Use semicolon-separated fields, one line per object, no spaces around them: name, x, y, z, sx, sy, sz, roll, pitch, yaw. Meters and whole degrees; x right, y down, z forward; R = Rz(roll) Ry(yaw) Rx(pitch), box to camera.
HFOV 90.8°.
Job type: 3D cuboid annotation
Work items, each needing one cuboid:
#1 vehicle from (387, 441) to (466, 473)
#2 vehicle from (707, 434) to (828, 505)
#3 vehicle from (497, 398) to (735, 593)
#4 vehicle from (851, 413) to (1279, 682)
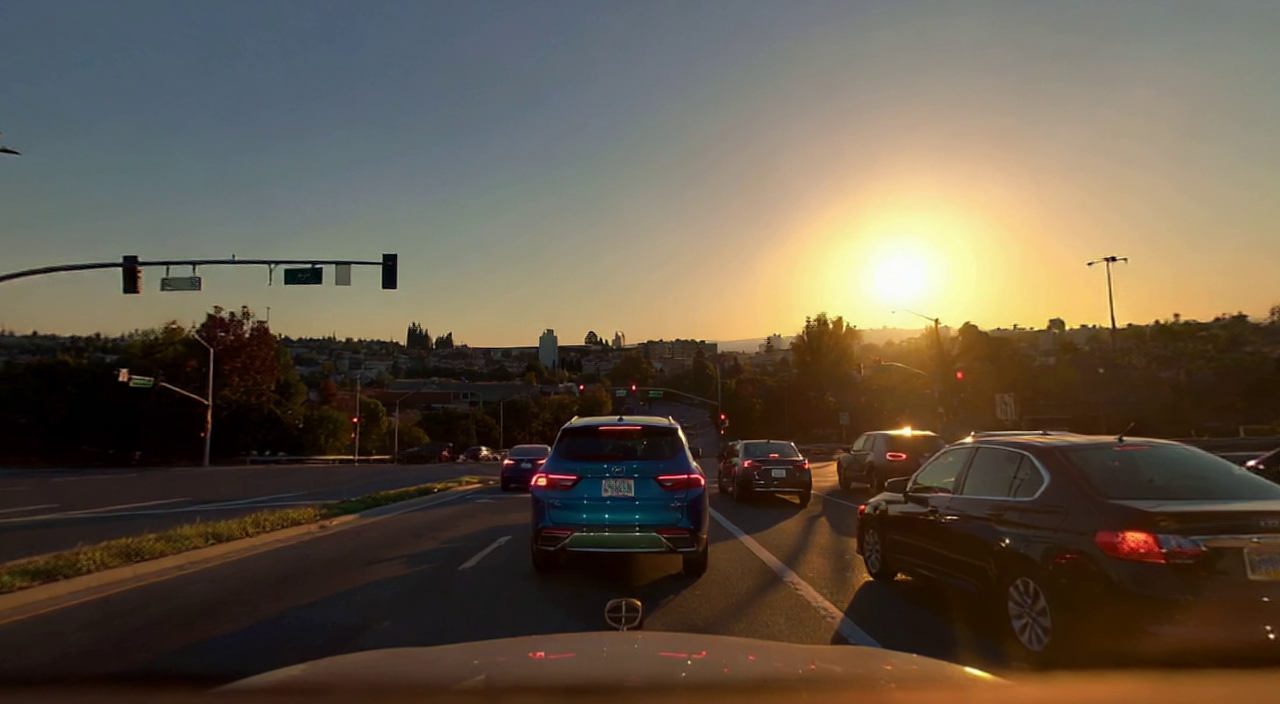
vehicle;-13.000;6.337;38.364;4.972;1.794;2.186;-7;-11;39
vehicle;2.976;2.852;15.771;1.950;1.506;4.086;0;-8;-3
vehicle;-0.268;1.560;7.629;2.101;1.707;3.904;0;-8;-2
vehicle;3.617;1.397;5.696;1.861;1.478;4.185;0;-8;-2
